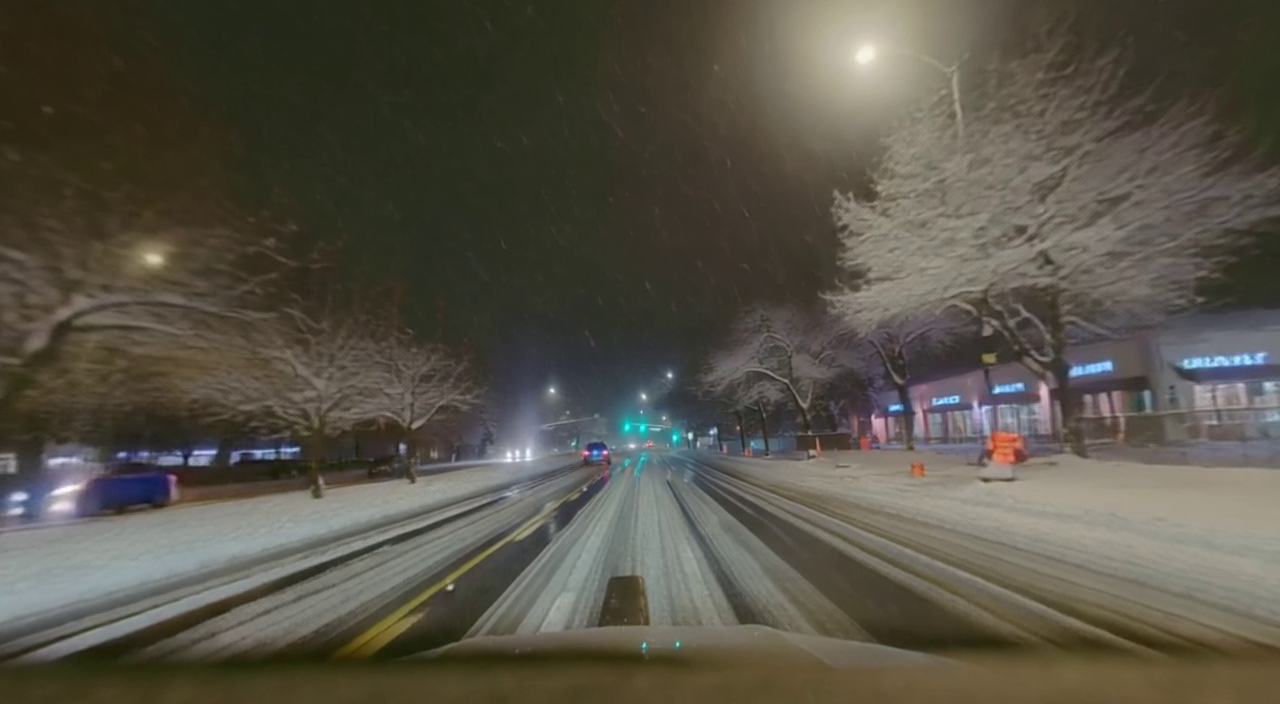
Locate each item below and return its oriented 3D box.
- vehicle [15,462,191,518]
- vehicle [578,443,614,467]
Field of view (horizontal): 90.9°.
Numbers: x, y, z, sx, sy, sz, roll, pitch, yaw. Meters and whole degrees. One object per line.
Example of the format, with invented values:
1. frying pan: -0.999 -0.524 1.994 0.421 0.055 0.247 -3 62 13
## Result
1. vehicle: -17.961 4.590 21.473 1.948 1.535 4.600 0 -8 0
2. vehicle: -2.682 6.407 39.380 1.926 1.442 4.231 0 -8 0
